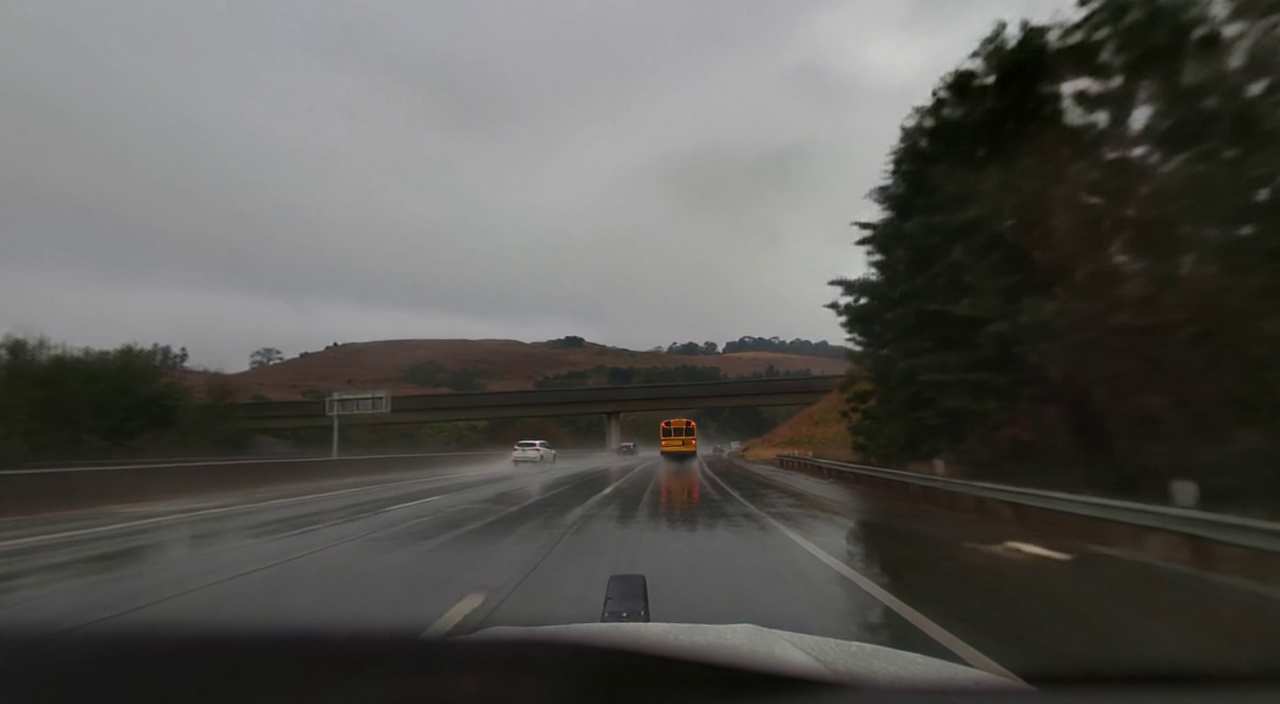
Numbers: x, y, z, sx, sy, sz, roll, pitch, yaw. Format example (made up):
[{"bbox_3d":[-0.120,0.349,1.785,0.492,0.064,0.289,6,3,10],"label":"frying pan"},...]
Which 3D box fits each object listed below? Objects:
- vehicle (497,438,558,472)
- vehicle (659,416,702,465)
[{"bbox_3d":[-6.046,5.564,34.428,2.172,1.689,4.625,-1,-8,4],"label":"vehicle"},{"bbox_3d":[3.197,6.840,48.597,2.945,3.295,10.406,-1,-8,4],"label":"vehicle"}]
